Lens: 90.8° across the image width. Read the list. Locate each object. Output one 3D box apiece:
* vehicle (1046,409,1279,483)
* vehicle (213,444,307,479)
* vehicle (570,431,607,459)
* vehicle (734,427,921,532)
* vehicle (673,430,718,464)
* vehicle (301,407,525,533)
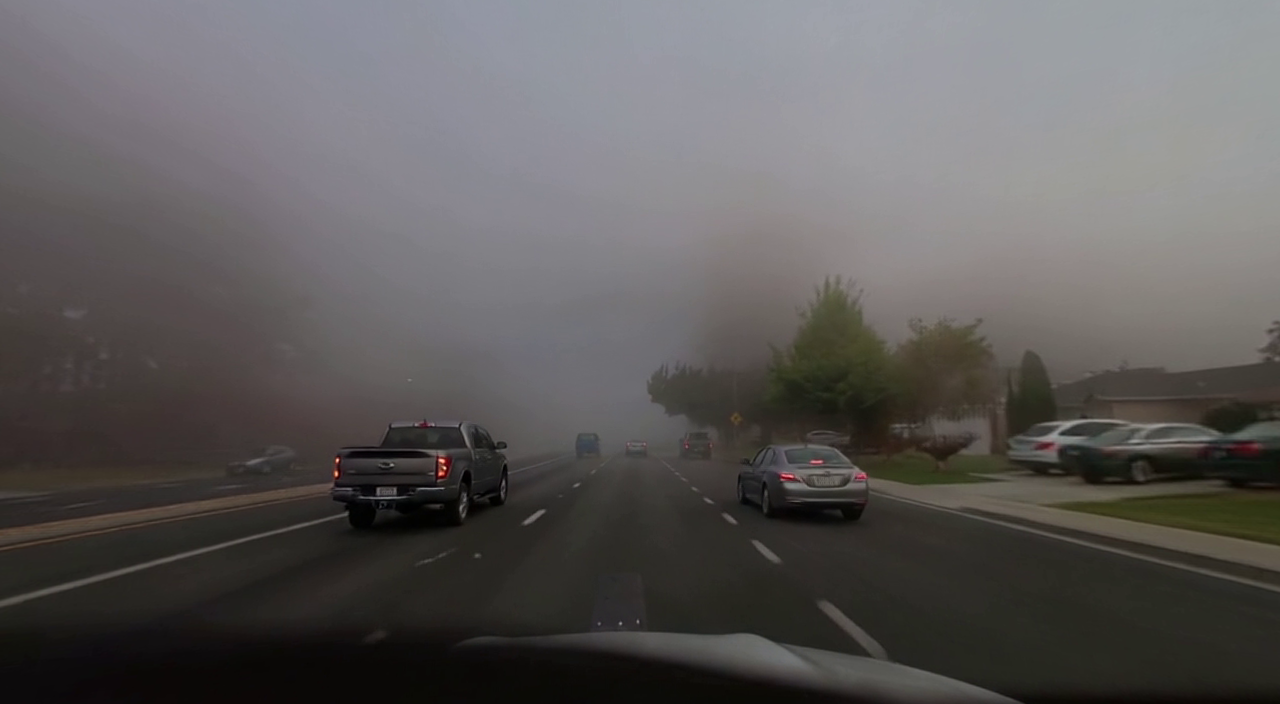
[{"bbox_3d":[14.033,2.529,17.112,4.647,1.841,2.009,0,-8,-2],"label":"vehicle"},{"bbox_3d":[-18.318,5.246,30.691,1.841,1.554,4.260,0,-8,1],"label":"vehicle"},{"bbox_3d":[-3.517,6.452,44.000,2.218,1.829,4.492,0,-8,0],"label":"vehicle"},{"bbox_3d":[2.952,2.091,11.032,1.884,1.463,4.195,0,-8,-1],"label":"vehicle"},{"bbox_3d":[3.154,5.489,36.818,2.099,1.845,4.363,0,-8,-2],"label":"vehicle"},{"bbox_3d":[-3.644,2.008,11.489,2.111,1.745,5.274,0,-8,0],"label":"vehicle"}]
